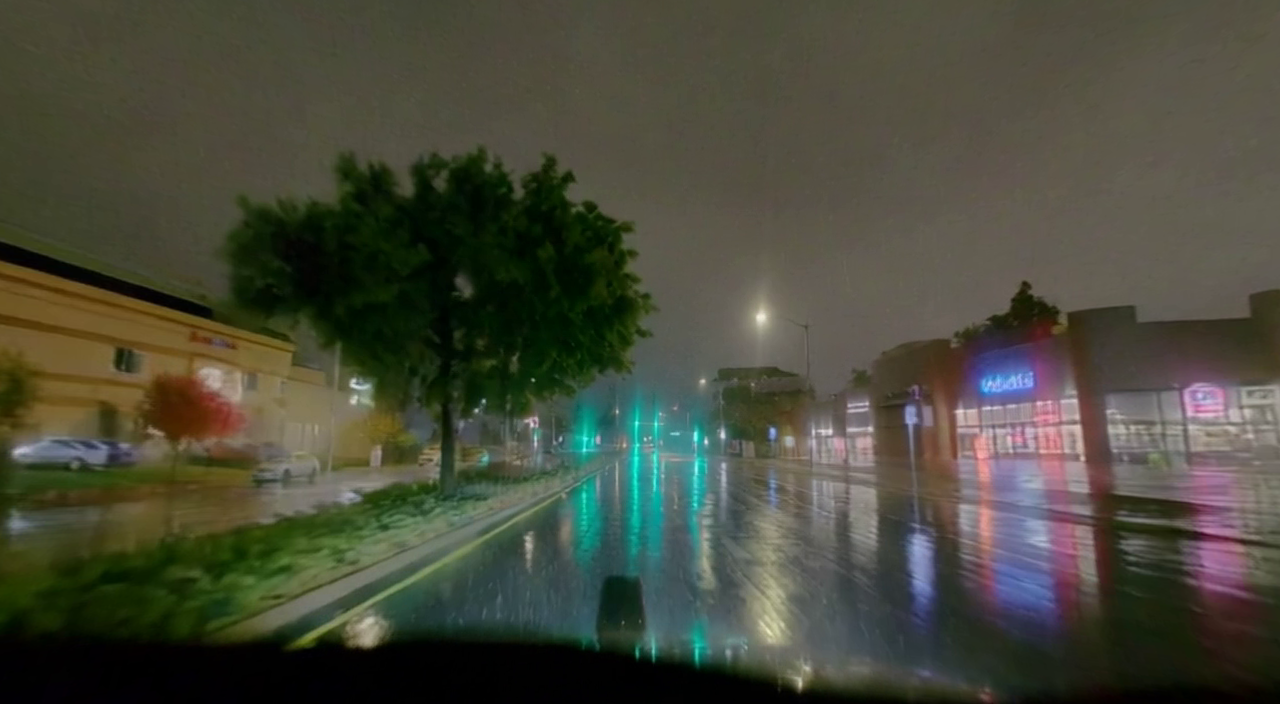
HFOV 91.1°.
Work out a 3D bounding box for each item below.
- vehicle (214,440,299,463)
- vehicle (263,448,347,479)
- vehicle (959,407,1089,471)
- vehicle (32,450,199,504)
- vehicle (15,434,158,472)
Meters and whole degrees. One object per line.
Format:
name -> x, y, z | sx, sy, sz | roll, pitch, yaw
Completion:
vehicle -> -27.655, 7.190, 45.383 | 4.643, 1.614, 2.169 | 0, -9, 1
vehicle -> -19.013, 6.301, 35.897 | 2.071, 1.595, 4.822 | 0, -9, 1
vehicle -> 21.836, 5.065, 36.291 | 2.977, 3.311, 6.892 | 0, -9, -1
vehicle -> -18.927, 4.486, 23.043 | 2.012, 1.560, 4.782 | -1, -7, 0
vehicle -> -26.661, 4.866, 30.402 | 4.667, 1.728, 2.276 | 0, -8, -3
